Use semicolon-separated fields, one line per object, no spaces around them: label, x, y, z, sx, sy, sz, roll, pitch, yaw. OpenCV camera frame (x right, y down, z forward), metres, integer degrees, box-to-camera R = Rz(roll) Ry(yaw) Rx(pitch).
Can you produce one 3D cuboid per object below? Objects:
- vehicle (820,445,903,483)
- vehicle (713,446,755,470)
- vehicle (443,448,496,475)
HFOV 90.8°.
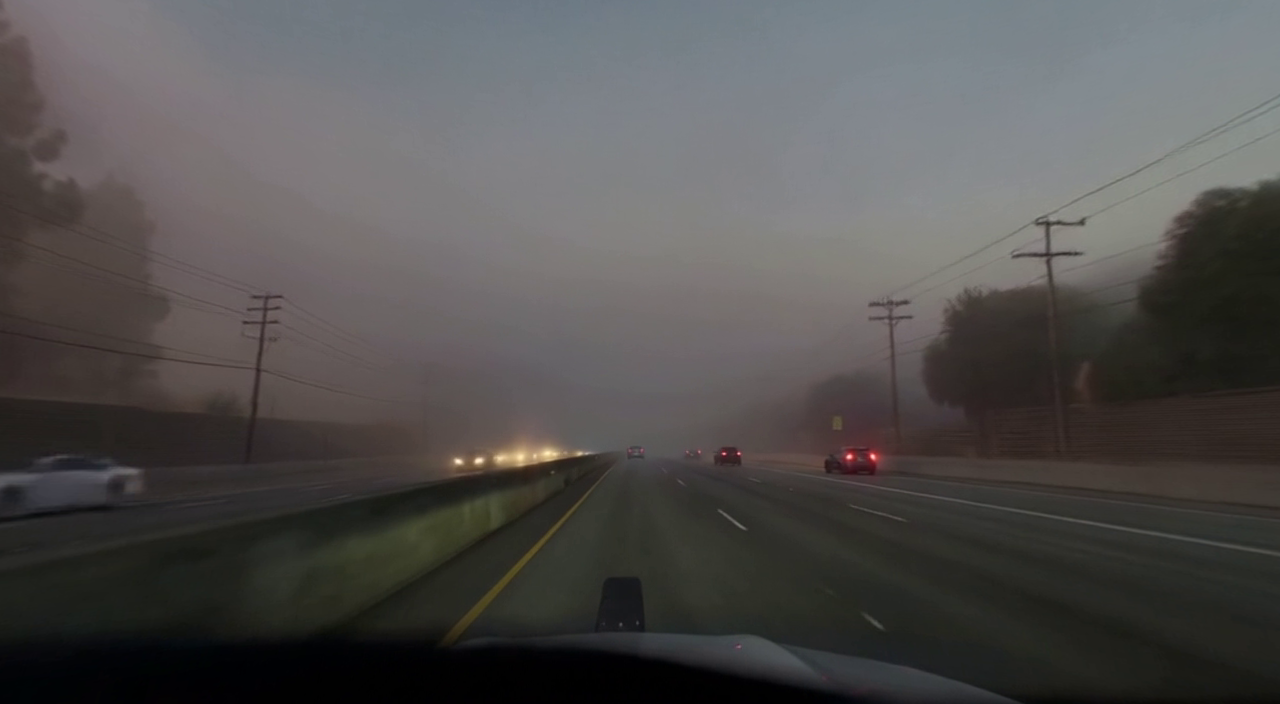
vehicle;9.617;4.873;27.884;1.969;1.506;4.422;1;-8;-1
vehicle;6.269;7.108;42.694;2.069;1.520;4.614;1;-8;-1
vehicle;-10.061;6.474;37.606;1.896;1.499;4.497;0;-8;0
